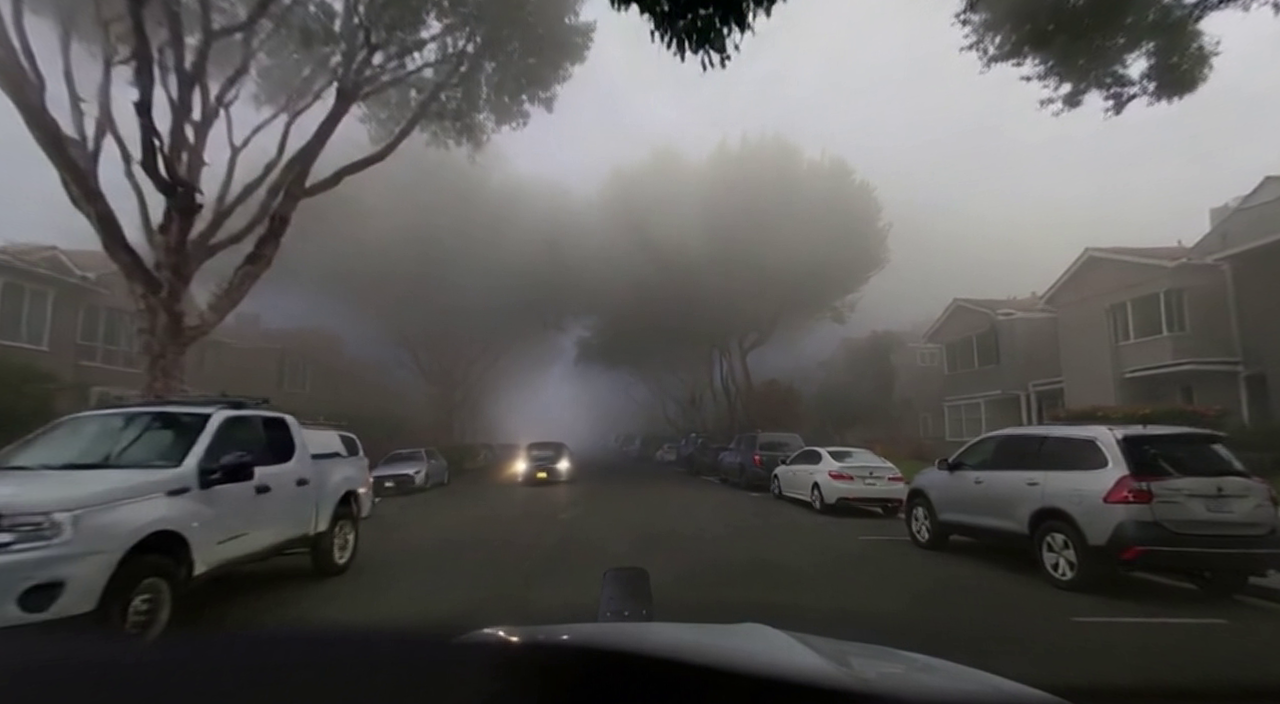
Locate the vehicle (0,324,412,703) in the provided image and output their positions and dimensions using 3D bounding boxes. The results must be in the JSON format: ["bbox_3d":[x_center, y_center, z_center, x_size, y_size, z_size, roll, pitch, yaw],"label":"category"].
[{"bbox_3d":[-3.949,1.211,5.628,2.197,2.047,4.985,0,-8,-3],"label":"vehicle"}]

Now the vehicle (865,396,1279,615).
[{"bbox_3d":[4.563,1.544,7.390,1.937,1.722,4.575,0,-8,-3],"label":"vehicle"}]

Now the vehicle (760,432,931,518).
[{"bbox_3d":[4.168,2.550,13.719,1.876,1.538,4.447,0,-8,-5],"label":"vehicle"}]

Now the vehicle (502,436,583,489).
[{"bbox_3d":[-2.969,3.469,20.195,1.971,1.476,4.593,0,-8,-1],"label":"vehicle"}]
